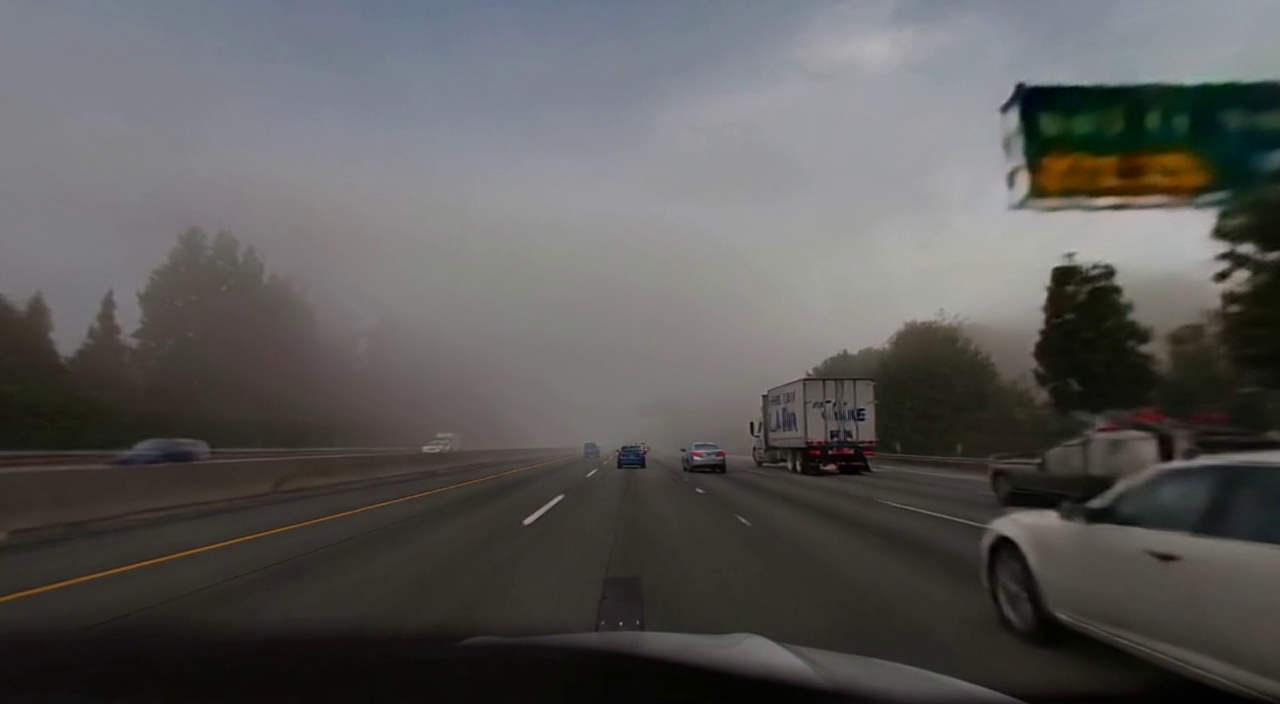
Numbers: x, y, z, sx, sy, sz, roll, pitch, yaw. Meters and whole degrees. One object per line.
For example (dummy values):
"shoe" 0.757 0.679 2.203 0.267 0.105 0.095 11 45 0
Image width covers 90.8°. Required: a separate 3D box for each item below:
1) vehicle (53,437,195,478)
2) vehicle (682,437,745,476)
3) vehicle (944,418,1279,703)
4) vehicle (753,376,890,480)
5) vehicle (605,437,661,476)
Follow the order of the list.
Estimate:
"vehicle" -20.721 4.238 25.672 1.874 1.496 4.682 0 -9 -1
"vehicle" 3.070 4.505 27.451 1.993 1.504 4.781 0 -9 -3
"vehicle" 3.263 0.990 2.503 1.865 1.427 4.448 0 -8 -1
"vehicle" 7.183 3.320 26.642 2.799 3.655 8.627 0 -9 -3
"vehicle" -0.320 4.250 25.869 2.098 1.475 3.997 0 -8 -2
